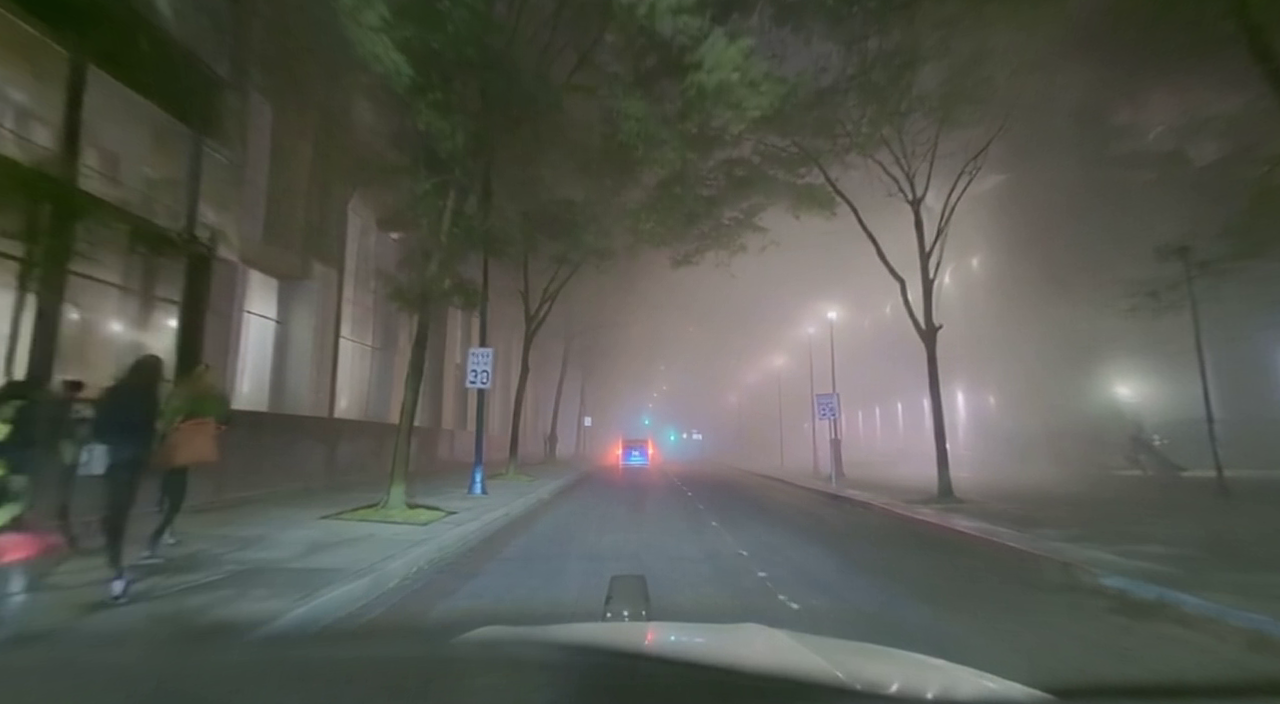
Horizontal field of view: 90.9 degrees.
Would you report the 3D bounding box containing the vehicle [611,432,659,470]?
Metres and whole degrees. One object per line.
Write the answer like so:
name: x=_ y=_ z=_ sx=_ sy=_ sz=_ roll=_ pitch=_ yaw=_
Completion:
vehicle: x=-0.235 y=4.577 z=29.334 sx=2.079 sy=1.621 sz=3.861 roll=0 pitch=-8 yaw=-1
